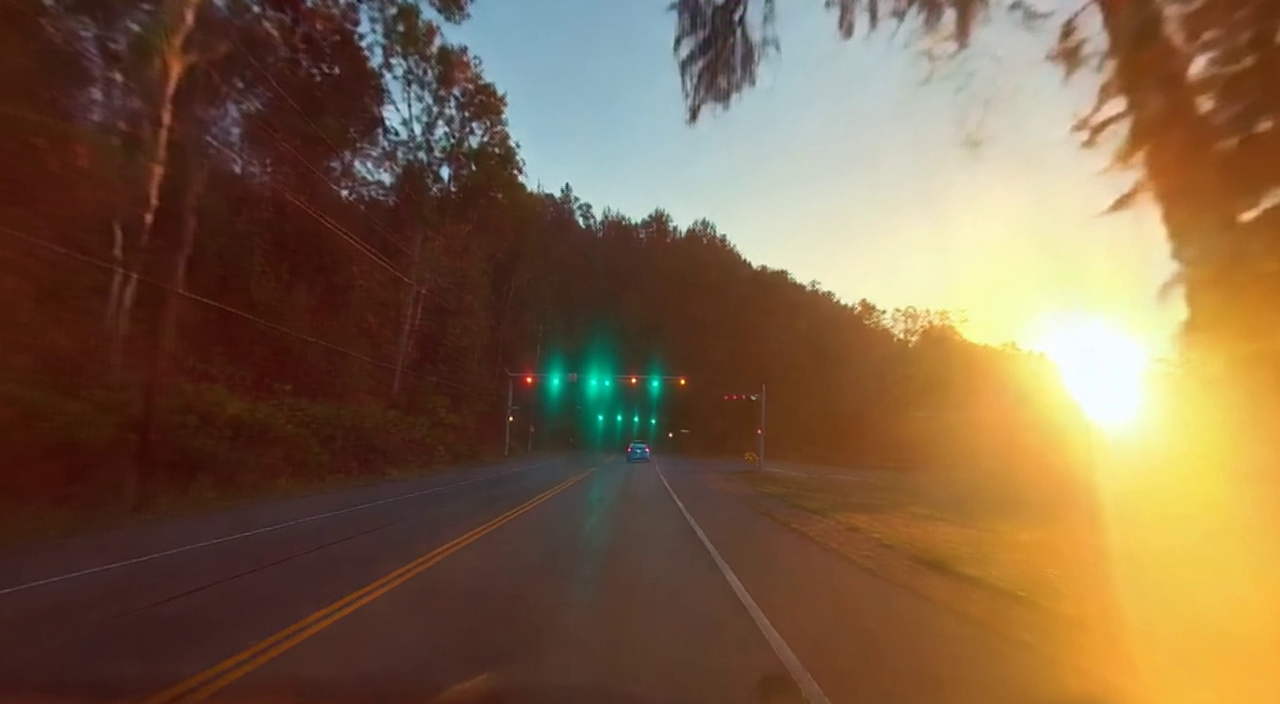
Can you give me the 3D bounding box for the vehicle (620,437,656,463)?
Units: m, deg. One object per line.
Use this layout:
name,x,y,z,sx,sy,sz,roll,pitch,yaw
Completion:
vehicle,-0.105,5.953,38.340,2.042,1.489,3.963,0,-8,0
